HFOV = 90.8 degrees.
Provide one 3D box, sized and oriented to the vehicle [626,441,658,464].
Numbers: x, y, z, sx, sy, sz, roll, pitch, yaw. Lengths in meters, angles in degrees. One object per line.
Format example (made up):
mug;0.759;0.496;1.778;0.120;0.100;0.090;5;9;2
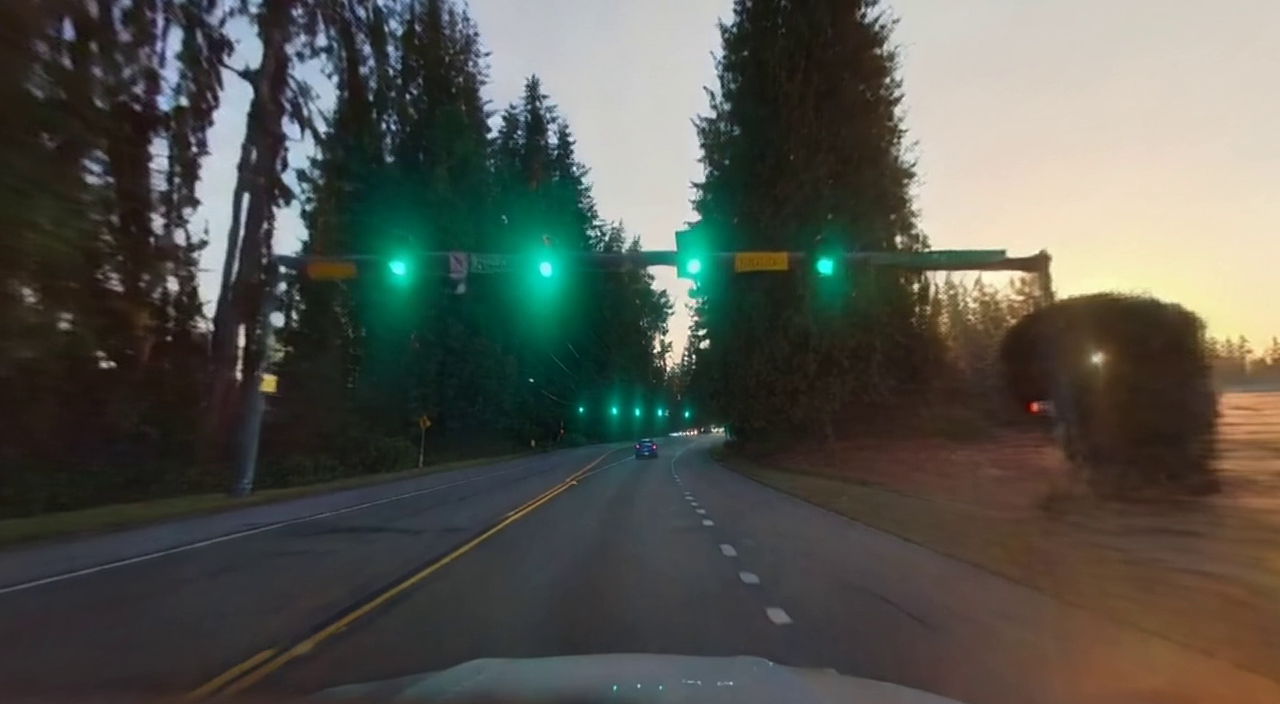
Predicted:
vehicle;0.183;6.933;43.801;2.042;1.489;3.963;0;-8;2
